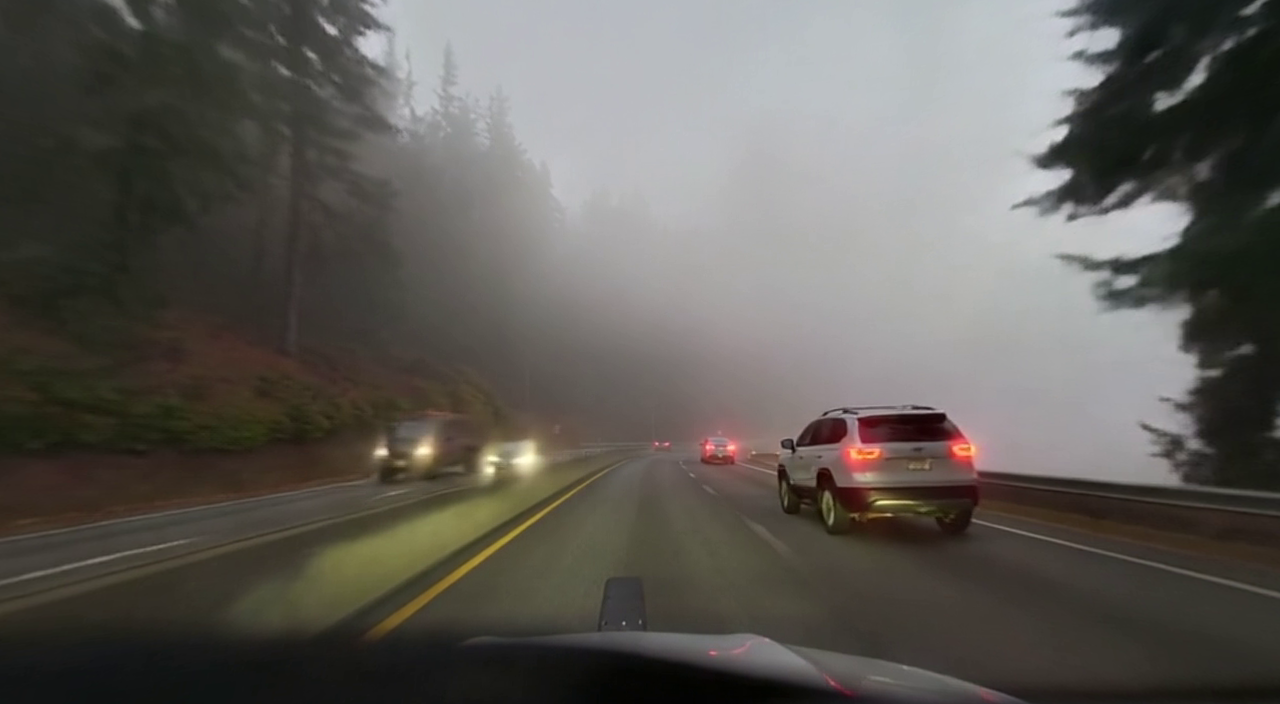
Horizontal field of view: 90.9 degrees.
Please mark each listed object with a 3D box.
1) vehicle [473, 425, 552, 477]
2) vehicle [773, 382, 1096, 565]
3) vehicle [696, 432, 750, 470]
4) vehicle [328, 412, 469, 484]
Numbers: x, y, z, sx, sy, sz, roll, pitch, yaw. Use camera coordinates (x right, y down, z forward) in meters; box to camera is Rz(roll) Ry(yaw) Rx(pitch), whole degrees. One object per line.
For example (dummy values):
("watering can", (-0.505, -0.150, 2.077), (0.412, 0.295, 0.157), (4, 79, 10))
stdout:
("vehicle", (-4.610, 3.643, 23.466), (1.965, 1.727, 4.041), (-1, -8, 2))
("vehicle", (3.610, 1.611, 9.114), (2.270, 1.897, 4.822), (-1, -8, -1))
("vehicle", (4.027, 4.911, 31.456), (2.112, 1.708, 4.380), (-1, -8, 1))
("vehicle", (-8.171, 3.342, 22.252), (2.428, 2.147, 6.184), (-1, -8, 1))
